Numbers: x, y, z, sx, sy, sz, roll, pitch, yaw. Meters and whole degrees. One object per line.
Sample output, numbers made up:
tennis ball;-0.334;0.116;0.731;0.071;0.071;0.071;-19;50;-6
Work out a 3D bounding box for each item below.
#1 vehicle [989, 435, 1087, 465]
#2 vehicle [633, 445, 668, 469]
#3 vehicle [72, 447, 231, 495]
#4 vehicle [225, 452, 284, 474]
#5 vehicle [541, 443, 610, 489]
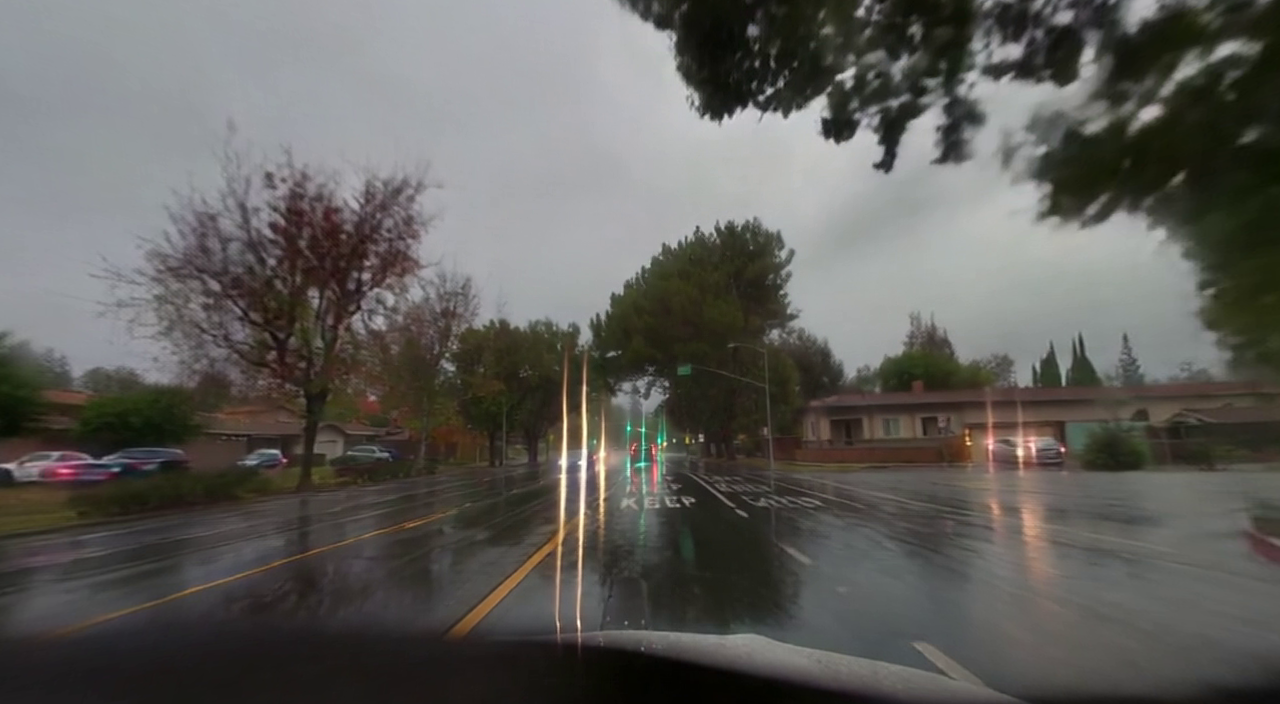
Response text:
vehicle;22.828;5.626;36.245;4.318;1.601;1.975;0;-9;-3
vehicle;0.659;6.877;41.511;2.226;1.505;4.128;0;-9;0
vehicle;-22.463;5.466;29.428;2.173;1.849;5.752;-5;-9;11
vehicle;-28.463;8.177;46.703;1.961;1.470;3.811;1;-8;0
vehicle;-2.231;4.111;23.187;2.158;1.469;4.909;0;-9;-2
